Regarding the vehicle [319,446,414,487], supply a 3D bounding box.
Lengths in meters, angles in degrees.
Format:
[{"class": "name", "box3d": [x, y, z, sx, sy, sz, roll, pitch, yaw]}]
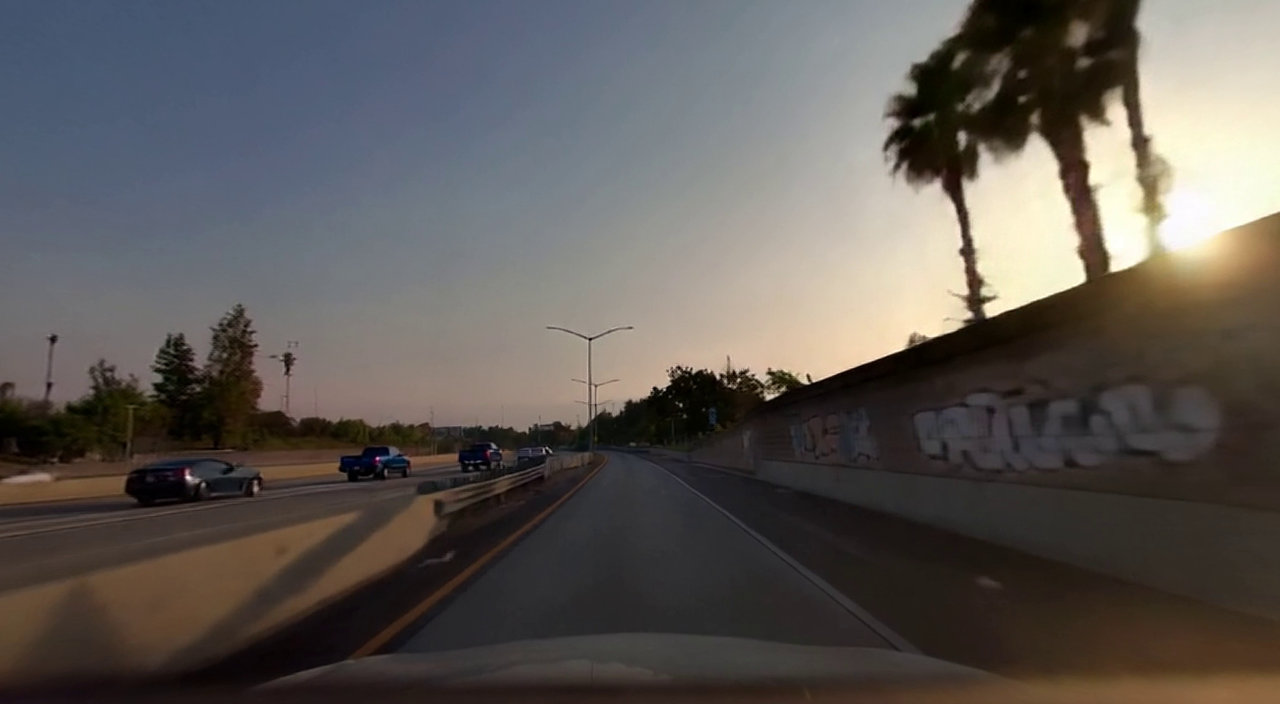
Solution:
[{"class": "vehicle", "box3d": [-14.009, 5.872, 32.851, 2.272, 1.882, 5.941, -1, -9, 0]}]

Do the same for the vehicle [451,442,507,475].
[{"class": "vehicle", "box3d": [-10.553, 7.003, 41.849, 2.342, 1.999, 5.594, 0, -9, -1]}]

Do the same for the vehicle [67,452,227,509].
[{"class": "vehicle", "box3d": [-17.978, 4.659, 23.377, 2.078, 1.802, 4.723, -1, -9, 0]}]
